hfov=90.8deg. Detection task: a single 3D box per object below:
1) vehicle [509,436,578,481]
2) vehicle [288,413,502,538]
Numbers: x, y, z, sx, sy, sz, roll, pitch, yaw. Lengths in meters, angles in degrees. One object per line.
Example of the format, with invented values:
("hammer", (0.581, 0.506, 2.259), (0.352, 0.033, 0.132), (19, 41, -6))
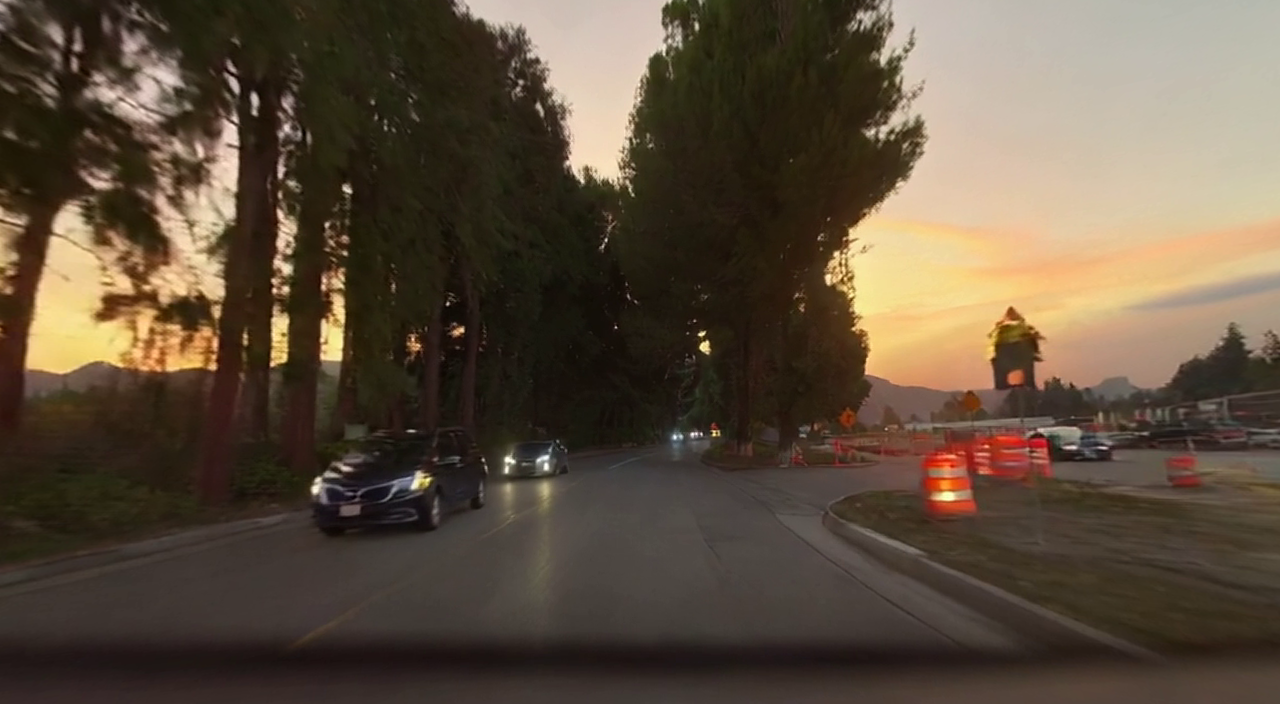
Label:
("vehicle", (-4.095, 4.618, 27.743), (2.033, 1.765, 4.698), (-1, -8, 4))
("vehicle", (-4.412, 2.313, 12.483), (2.119, 1.935, 4.881), (-1, -8, 2))
